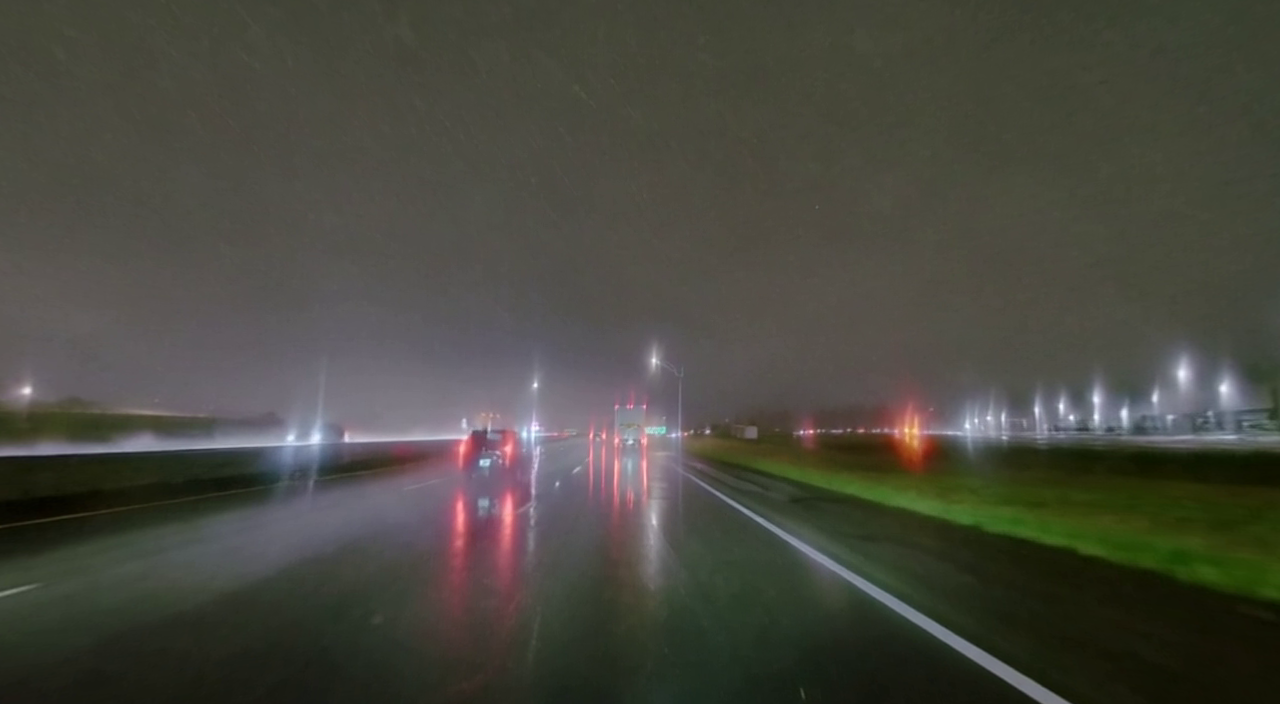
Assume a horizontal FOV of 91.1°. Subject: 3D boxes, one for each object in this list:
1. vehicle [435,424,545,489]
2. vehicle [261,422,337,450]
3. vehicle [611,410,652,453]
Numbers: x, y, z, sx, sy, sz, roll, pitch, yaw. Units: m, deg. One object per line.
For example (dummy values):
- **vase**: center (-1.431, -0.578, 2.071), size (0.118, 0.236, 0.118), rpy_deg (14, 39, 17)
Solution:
- **vehicle**: center (-3.782, 2.690, 16.589), size (1.955, 1.508, 3.996), rpy_deg (0, -8, 0)
- **vehicle**: center (-20.161, 4.997, 37.425), size (1.897, 1.523, 4.794), rpy_deg (0, -8, -1)
- **vehicle**: center (-0.692, 5.484, 43.321), size (2.418, 2.704, 6.445), rpy_deg (0, -8, -4)
